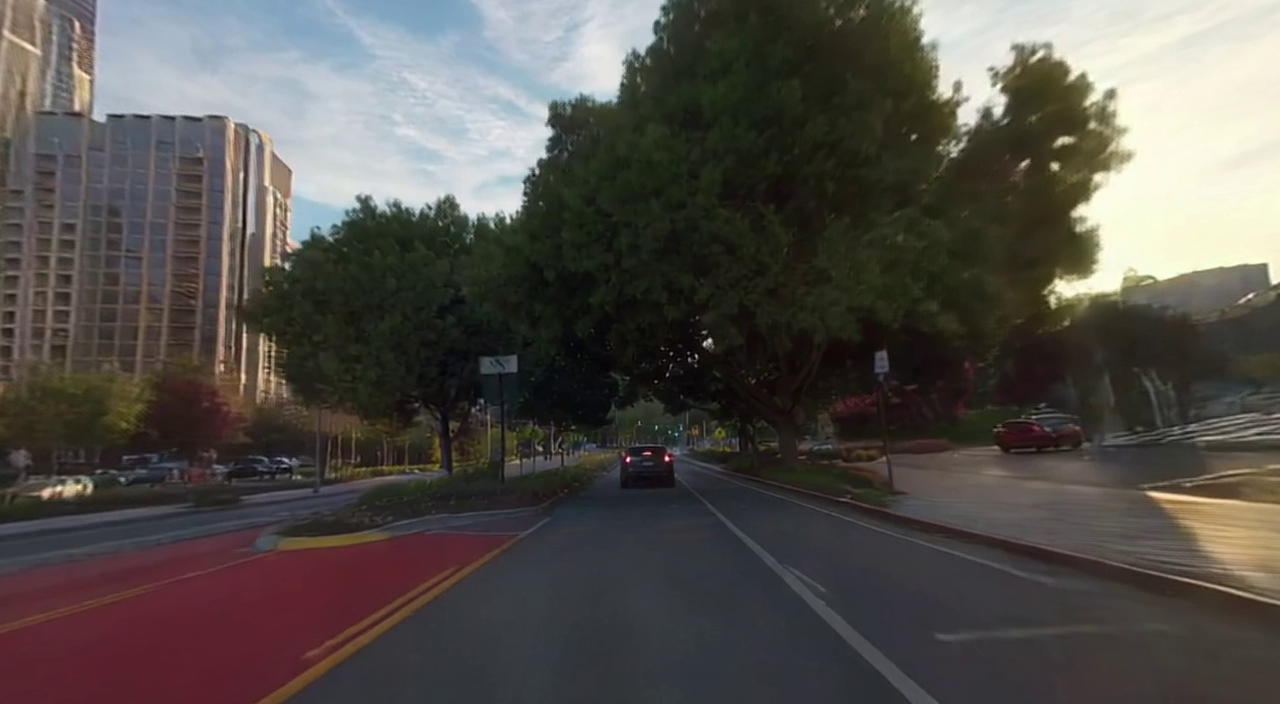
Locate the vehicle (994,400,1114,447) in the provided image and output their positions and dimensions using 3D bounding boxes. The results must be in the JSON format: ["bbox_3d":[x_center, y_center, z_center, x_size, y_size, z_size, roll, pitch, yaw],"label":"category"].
[{"bbox_3d":[15.340,2.750,23.632,1.979,1.460,3.848,-2,-10,3],"label":"vehicle"}]

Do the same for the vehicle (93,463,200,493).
[{"bbox_3d":[-30.421,7.740,38.938,4.962,1.561,1.997,7,-11,-39],"label":"vehicle"}]

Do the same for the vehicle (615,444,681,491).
[{"bbox_3d":[0.251,3.914,21.653,2.063,1.442,4.135,0,-9,0],"label":"vehicle"}]
